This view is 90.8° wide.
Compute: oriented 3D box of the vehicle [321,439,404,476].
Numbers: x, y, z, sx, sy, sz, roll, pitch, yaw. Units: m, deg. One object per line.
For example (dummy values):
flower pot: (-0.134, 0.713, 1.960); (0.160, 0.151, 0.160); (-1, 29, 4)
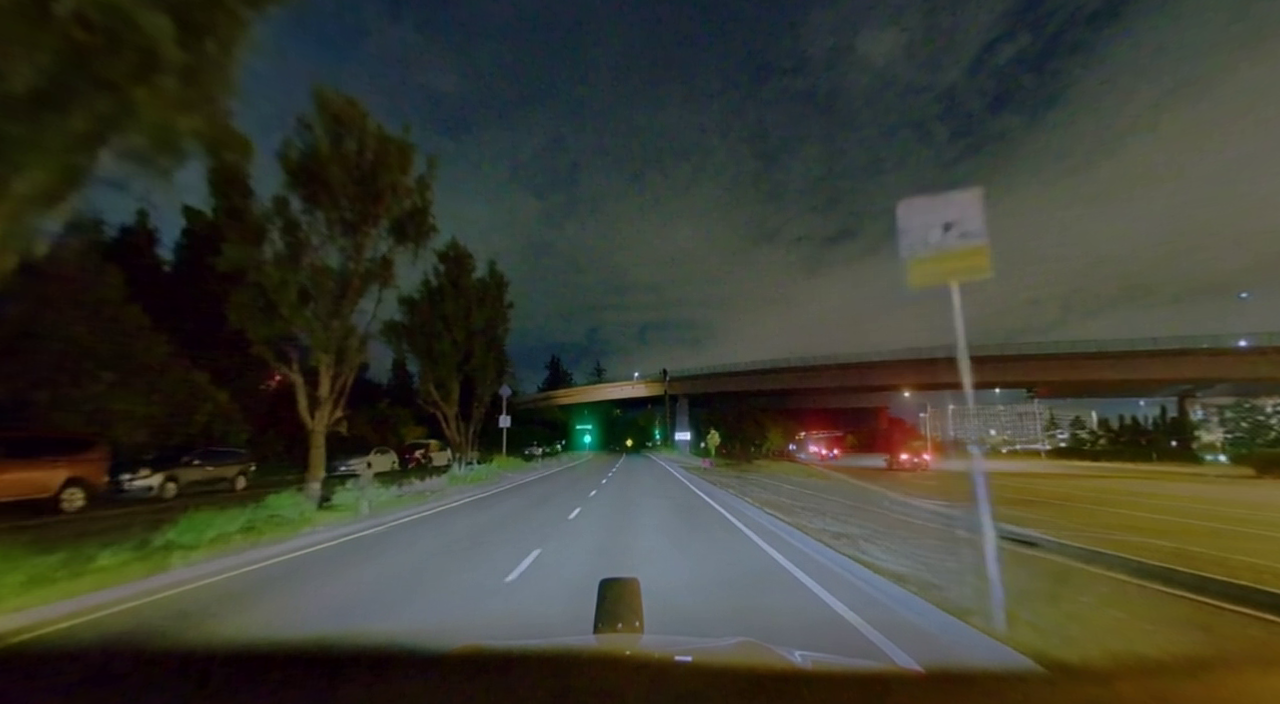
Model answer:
vehicle: (-12.889, 4.902, 29.721); (1.907, 1.553, 4.683); (0, -8, -2)

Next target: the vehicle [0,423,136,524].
vehicle: (-12.811, 2.229, 11.767); (2.064, 1.809, 5.545); (2, -8, 2)

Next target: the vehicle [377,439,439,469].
vehicle: (-13.134, 5.786, 36.081); (1.961, 1.576, 4.131); (0, -8, 0)

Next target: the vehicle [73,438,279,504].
vehicle: (-12.855, 3.278, 18.078); (2.074, 1.529, 5.079); (2, -8, -1)
